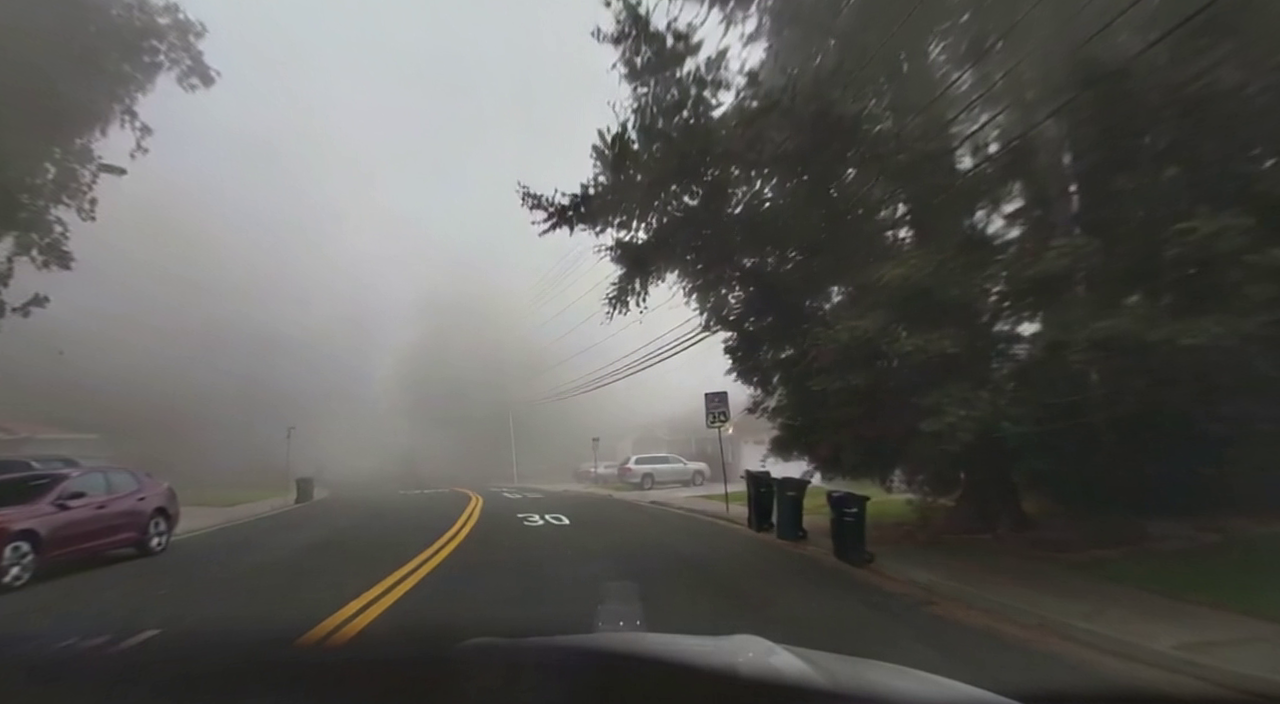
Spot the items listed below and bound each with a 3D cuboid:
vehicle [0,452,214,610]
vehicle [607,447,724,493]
[{"bbox_3d":[-7.628,2.051,7.842,1.994,1.515,4.385,1,-8,-7],"label":"vehicle"},{"bbox_3d":[1.244,5.823,31.182,5.229,1.790,2.153,-1,-11,-19],"label":"vehicle"}]
